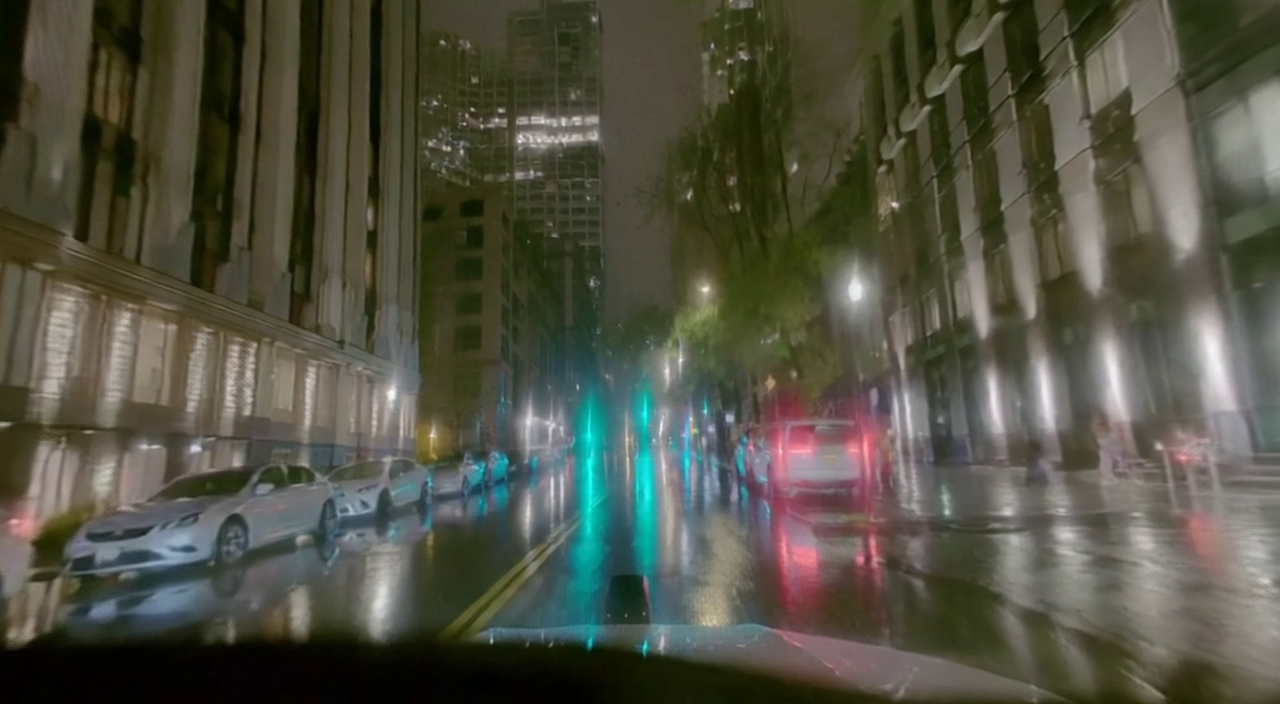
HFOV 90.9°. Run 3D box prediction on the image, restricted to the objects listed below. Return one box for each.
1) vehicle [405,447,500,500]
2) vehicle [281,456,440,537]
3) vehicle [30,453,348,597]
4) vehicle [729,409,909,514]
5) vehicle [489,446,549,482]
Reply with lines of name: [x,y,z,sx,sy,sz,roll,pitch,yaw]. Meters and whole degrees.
vehicle: [-6.509,4.209,22.406,2.110,1.498,4.555,-4,-8,-2]
vehicle: [-6.726,3.461,15.867,1.889,1.451,5.013,-4,-8,-2]
vehicle: [-6.831,2.576,10.417,1.944,1.574,4.717,-4,-8,-2]
vehicle: [4.132,2.690,16.072,2.568,2.001,5.999,-4,-8,-2]
vehicle: [-6.209,5.748,32.846,2.270,1.539,4.855,-4,-8,-2]
